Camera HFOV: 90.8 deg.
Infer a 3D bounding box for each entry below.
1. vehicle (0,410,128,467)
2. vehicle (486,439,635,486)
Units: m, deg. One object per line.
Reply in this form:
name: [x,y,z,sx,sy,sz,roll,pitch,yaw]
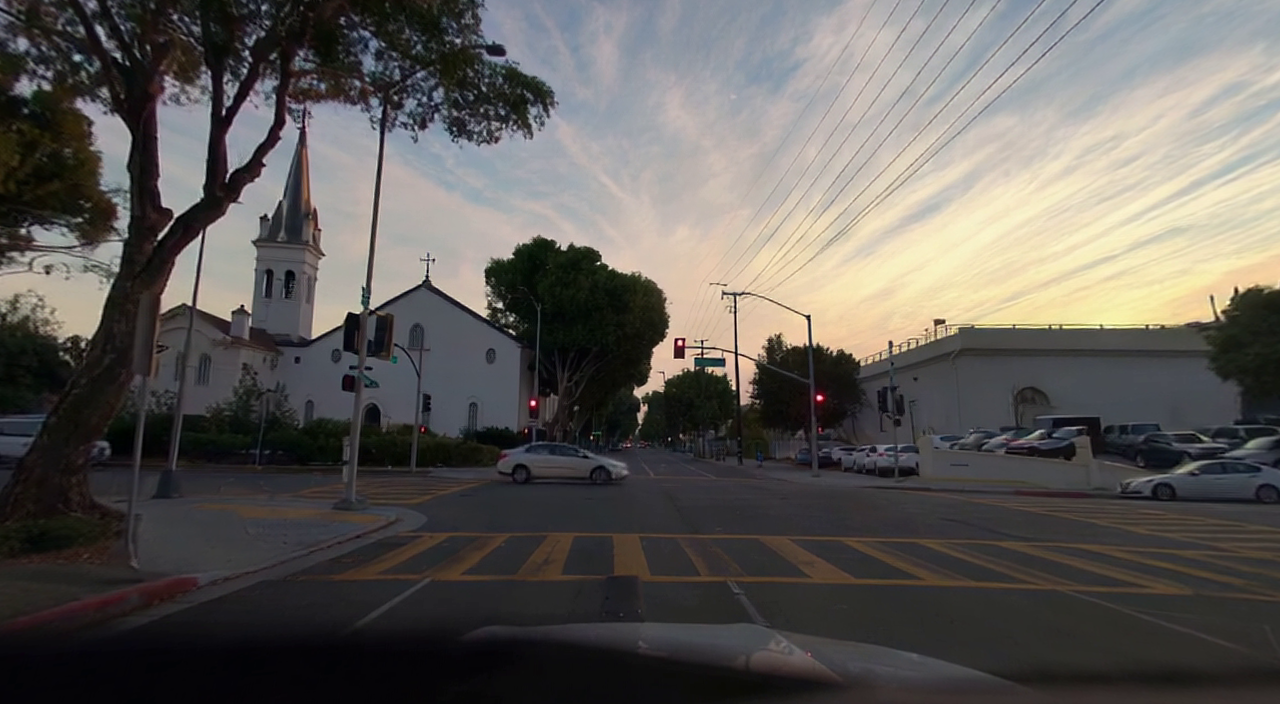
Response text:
vehicle: [-21.191,3.071,22.323,4.372,1.892,2.002,0,-9,0]
vehicle: [-2.584,3.714,21.460,4.718,1.497,2.032,0,-8,4]
